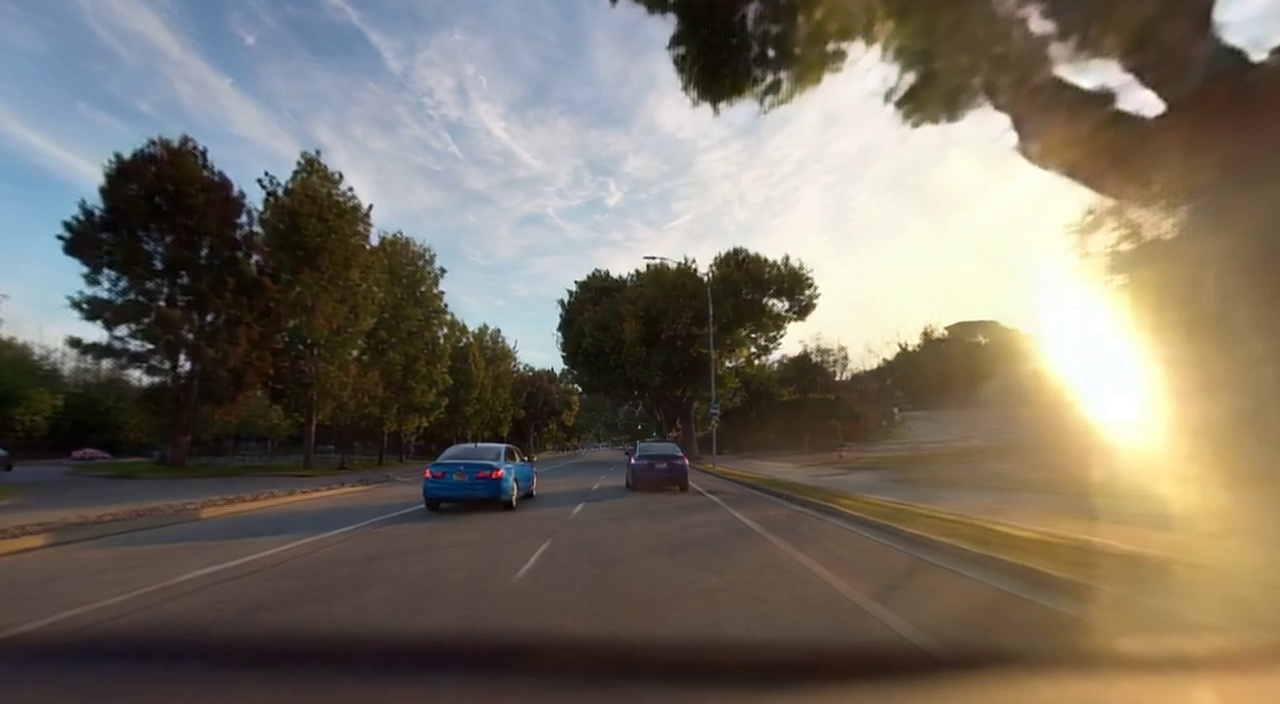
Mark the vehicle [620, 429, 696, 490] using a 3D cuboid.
[{"bbox_3d":[0.458,3.545,21.147,2.215,1.799,4.426,0,-8,-3],"label":"vehicle"}]

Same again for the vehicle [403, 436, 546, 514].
[{"bbox_3d":[-3.438,2.625,13.954,2.036,1.447,4.044,0,-8,1],"label":"vehicle"}]
